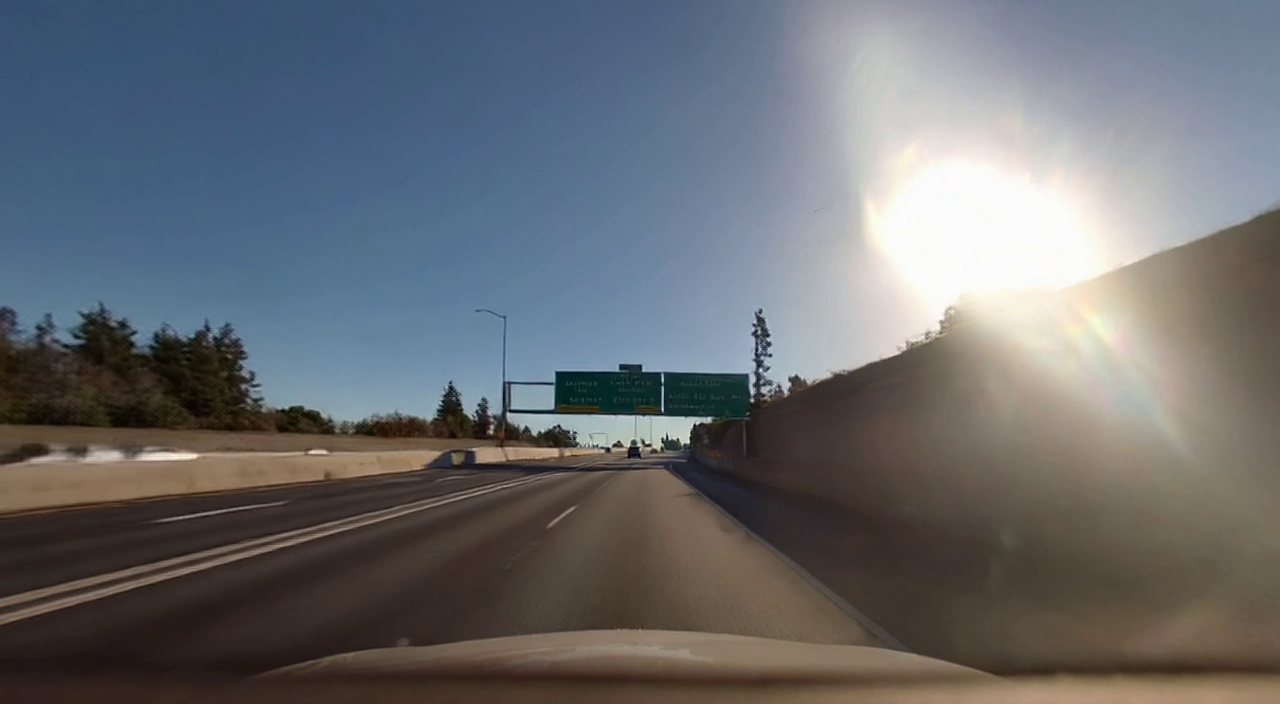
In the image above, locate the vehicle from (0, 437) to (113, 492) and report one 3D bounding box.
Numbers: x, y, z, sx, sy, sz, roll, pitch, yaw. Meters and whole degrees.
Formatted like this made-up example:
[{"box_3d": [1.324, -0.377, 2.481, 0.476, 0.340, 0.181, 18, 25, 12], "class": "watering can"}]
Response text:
[{"box_3d": [-18.725, 3.360, 18.925, 1.857, 1.507, 4.425, 0, -9, 1], "class": "vehicle"}]
